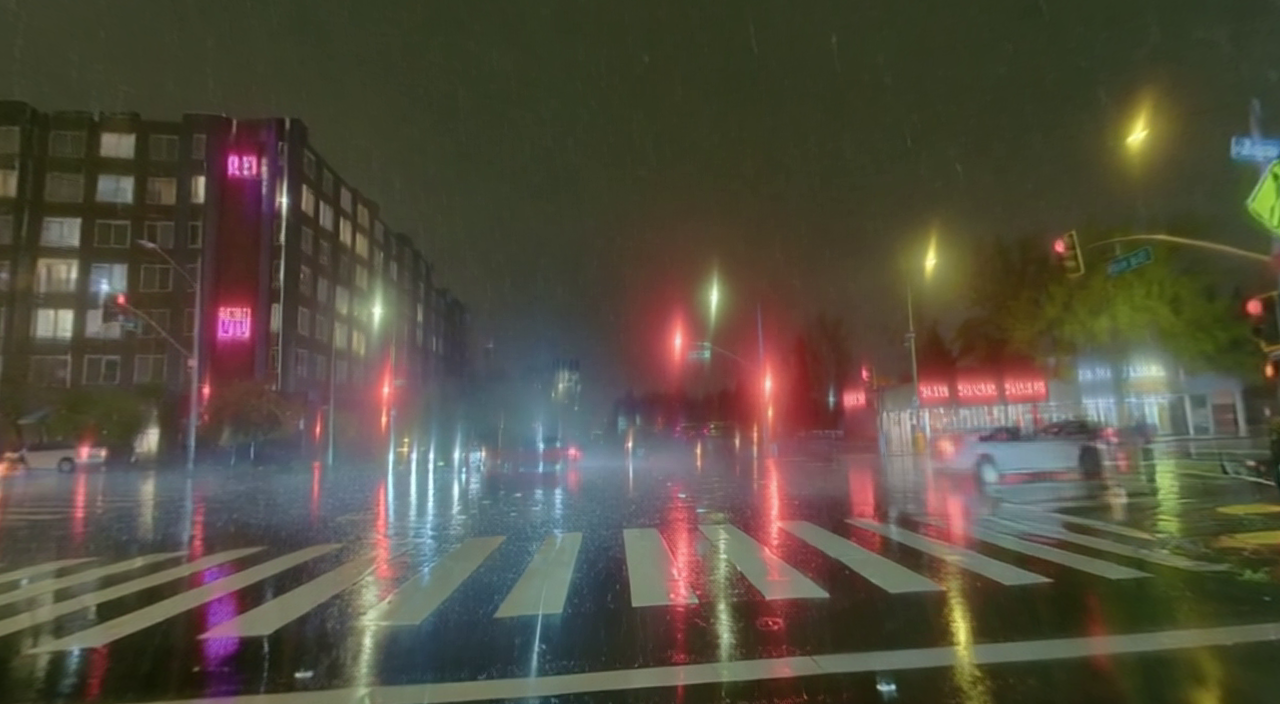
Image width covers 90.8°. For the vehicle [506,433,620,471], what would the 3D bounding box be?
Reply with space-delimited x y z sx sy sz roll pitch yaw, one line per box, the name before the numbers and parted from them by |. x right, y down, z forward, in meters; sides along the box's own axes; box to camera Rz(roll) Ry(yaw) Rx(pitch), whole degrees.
vehicle | -3.127 4.088 25.929 4.475 1.458 1.681 1 -9 -8

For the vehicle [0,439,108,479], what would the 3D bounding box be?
vehicle | -31.545 5.630 33.555 2.205 1.903 5.877 1 -9 -10

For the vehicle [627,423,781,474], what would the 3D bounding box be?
vehicle | 2.013 3.105 20.443 4.612 1.521 1.811 1 -9 -10

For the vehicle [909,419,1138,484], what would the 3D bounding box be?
vehicle | 9.536 2.475 15.892 4.758 1.480 1.849 1 -8 -10

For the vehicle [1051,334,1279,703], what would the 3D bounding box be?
vehicle | 2.994 0.605 0.872 1.866 1.654 4.354 0 -8 0

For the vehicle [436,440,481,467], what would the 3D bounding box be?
vehicle | -10.880 6.100 38.215 1.885 1.545 4.124 1 -8 -6
